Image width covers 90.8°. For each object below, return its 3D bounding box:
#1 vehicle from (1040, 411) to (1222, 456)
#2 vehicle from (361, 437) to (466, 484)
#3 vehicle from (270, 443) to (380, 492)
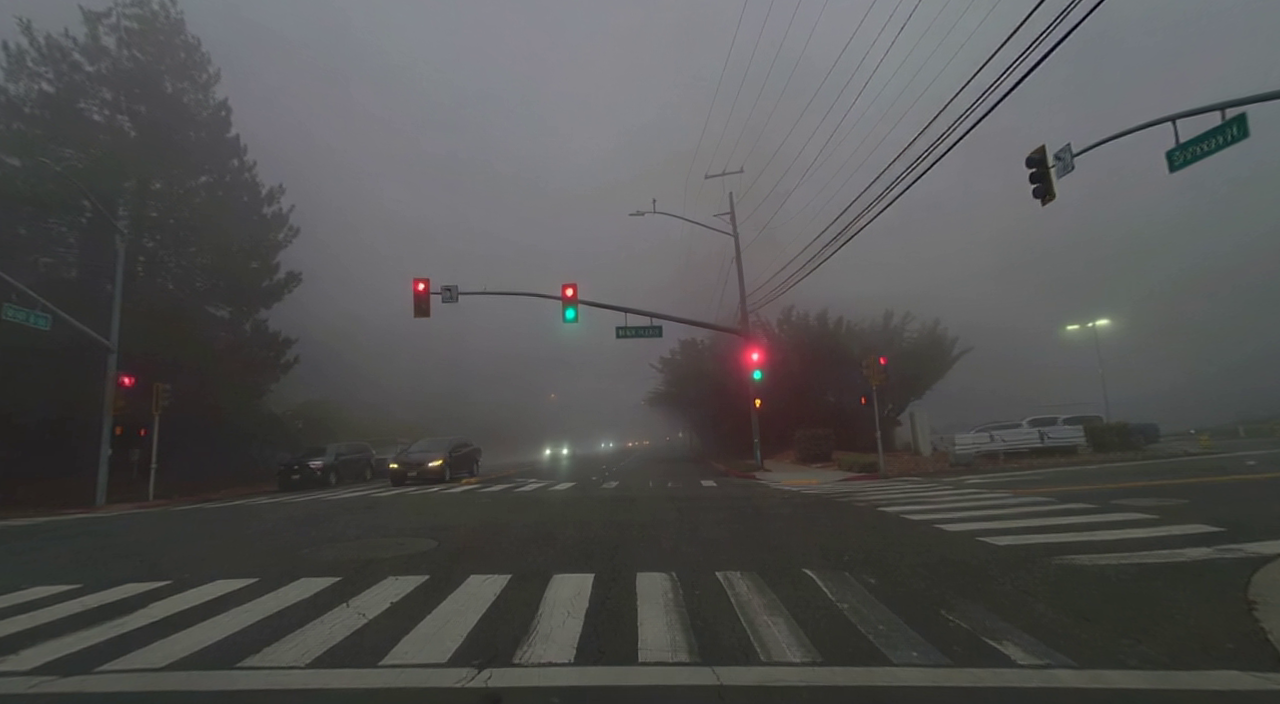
[{"bbox_3d":[16.950,2.902,22.110,4.560,1.453,1.851,-3,-9,18],"label":"vehicle"},{"bbox_3d":[-10.150,4.926,28.983,2.664,1.940,5.702,0,-9,0],"label":"vehicle"},{"bbox_3d":[-13.778,5.066,28.061,2.306,1.957,4.968,0,-9,-1],"label":"vehicle"}]
